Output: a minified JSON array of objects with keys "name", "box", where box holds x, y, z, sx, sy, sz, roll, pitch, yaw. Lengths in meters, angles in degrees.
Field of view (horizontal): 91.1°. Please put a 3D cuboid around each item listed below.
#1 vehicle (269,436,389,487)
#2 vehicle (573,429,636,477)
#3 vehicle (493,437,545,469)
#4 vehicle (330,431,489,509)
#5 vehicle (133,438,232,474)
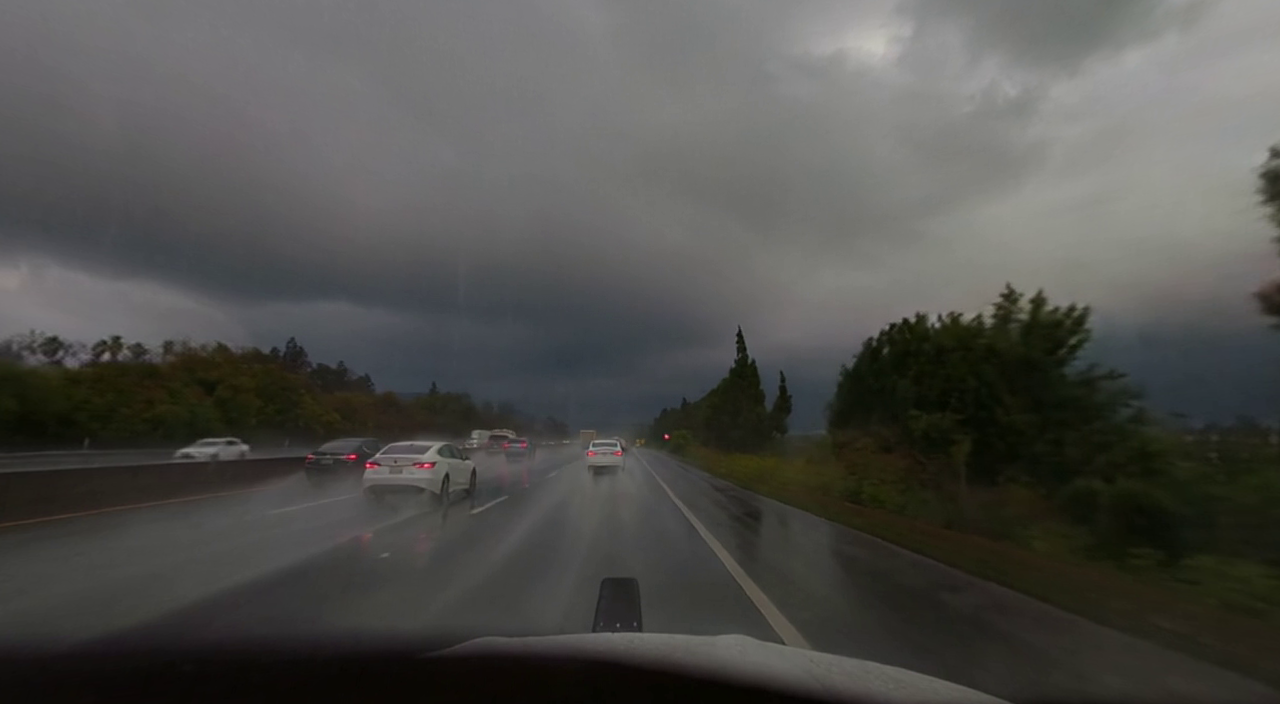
[{"name":"vehicle","box":[-9.669,3.381,19.933,1.850,1.439,3.932,0,-8,-1]},{"name":"vehicle","box":[-1.315,3.802,23.982,2.178,1.658,3.916,0,-8,-2]},{"name":"vehicle","box":[-5.845,4.881,30.707,1.835,1.432,3.835,0,-8,-1]},{"name":"vehicle","box":[-4.934,2.547,14.246,1.971,1.464,4.386,0,-8,0]},{"name":"vehicle","box":[-22.360,5.070,30.969,1.856,1.607,4.114,0,-8,-2]}]
